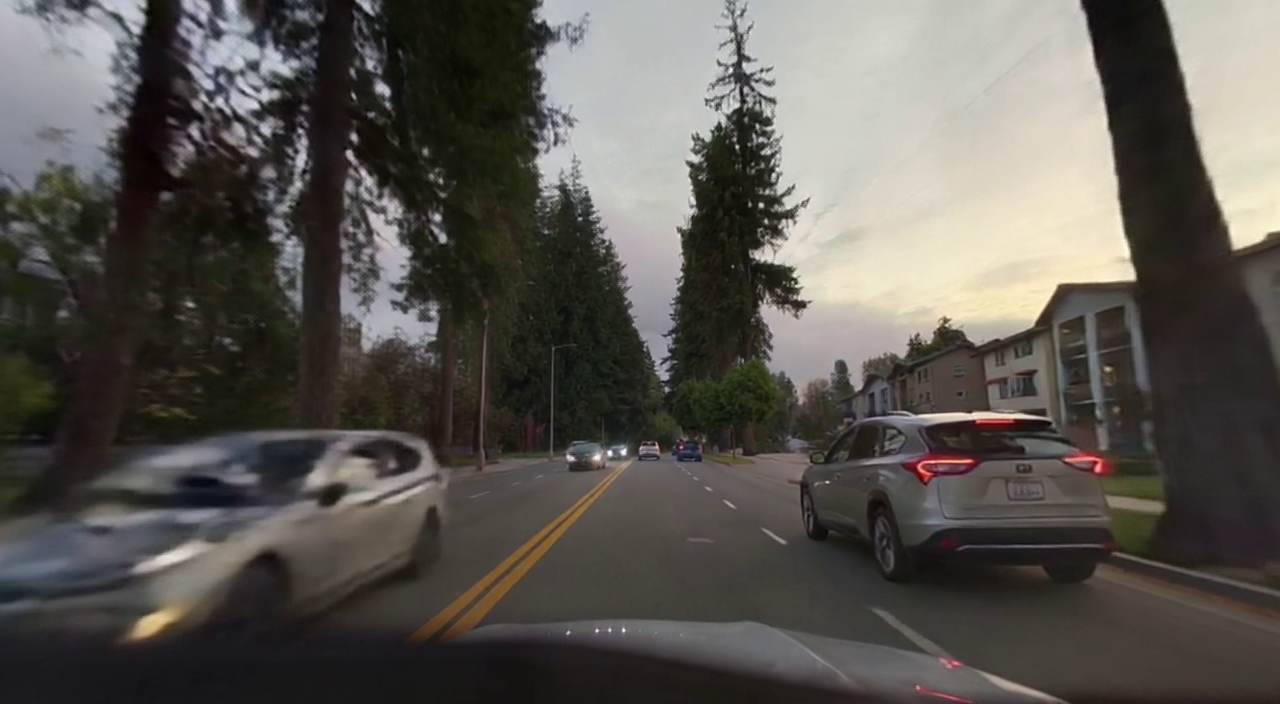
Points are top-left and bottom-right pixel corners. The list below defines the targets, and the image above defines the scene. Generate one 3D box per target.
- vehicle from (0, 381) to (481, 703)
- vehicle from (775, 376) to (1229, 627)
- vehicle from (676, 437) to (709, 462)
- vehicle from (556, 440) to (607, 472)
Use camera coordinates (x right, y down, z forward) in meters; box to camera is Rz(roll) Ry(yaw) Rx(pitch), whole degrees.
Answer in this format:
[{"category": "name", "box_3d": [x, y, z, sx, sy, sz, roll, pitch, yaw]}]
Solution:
[{"category": "vehicle", "box_3d": [-2.931, 1.198, 4.550, 2.182, 1.486, 4.809, 0, -8, 1]}, {"category": "vehicle", "box_3d": [3.280, 1.497, 7.353, 2.219, 1.881, 5.104, 0, -8, 0]}, {"category": "vehicle", "box_3d": [3.926, 7.354, 47.582, 2.069, 1.791, 4.422, 0, -8, 0]}, {"category": "vehicle", "box_3d": [-2.934, 5.318, 32.435, 2.096, 1.515, 4.481, 0, -8, 2]}]
